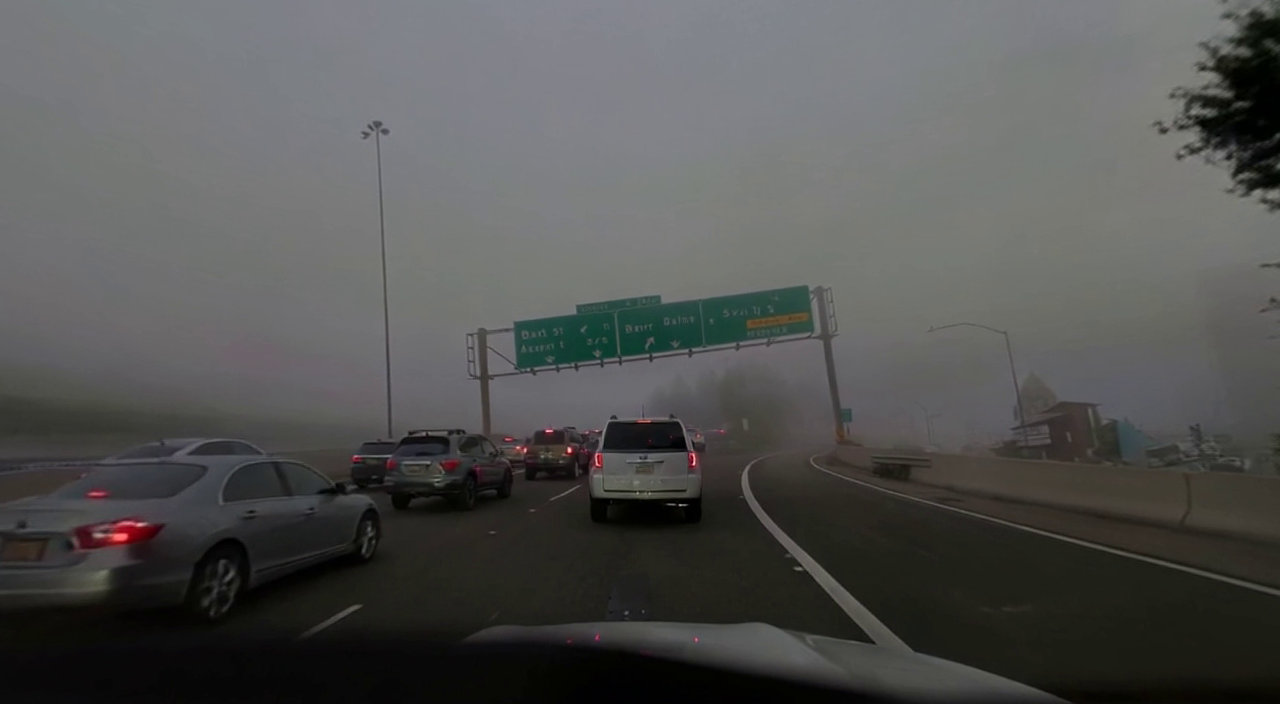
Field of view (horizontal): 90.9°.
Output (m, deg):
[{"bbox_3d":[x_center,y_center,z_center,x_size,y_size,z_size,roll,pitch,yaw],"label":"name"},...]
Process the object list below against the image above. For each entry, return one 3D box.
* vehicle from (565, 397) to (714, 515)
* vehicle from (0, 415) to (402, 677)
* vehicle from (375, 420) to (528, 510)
[{"bbox_3d":[0.072,2.280,14.156,2.616,2.063,5.933,0,-9,2],"label":"vehicle"},{"bbox_3d":[-4.123,1.433,5.820,2.087,1.481,4.225,0,-9,2],"label":"vehicle"},{"bbox_3d":[-4.058,2.530,14.511,1.953,1.729,4.377,0,-9,3],"label":"vehicle"}]
